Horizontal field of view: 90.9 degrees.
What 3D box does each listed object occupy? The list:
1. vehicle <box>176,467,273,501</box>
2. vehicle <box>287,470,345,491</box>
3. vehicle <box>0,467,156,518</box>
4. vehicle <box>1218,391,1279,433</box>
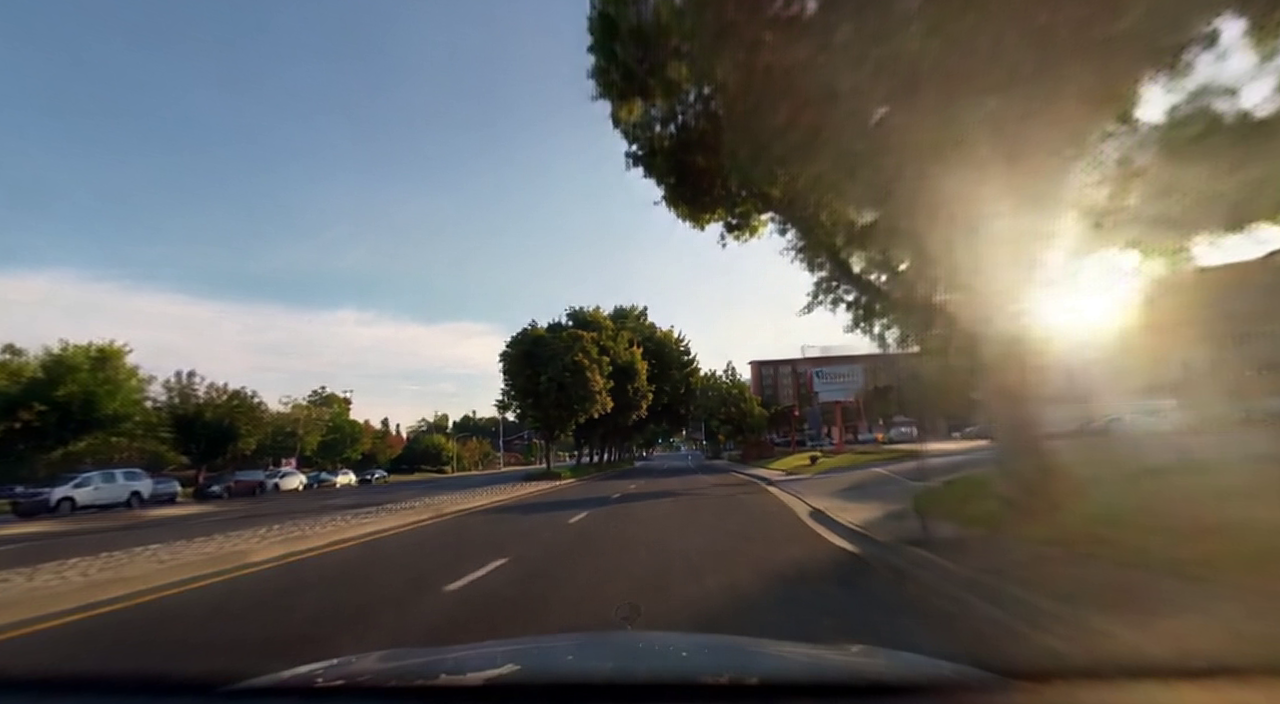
[{"bbox_3d":[-22.501,7.151,34.394,1.918,1.503,4.632,-6,-10,4],"label":"vehicle"},{"bbox_3d":[-24.381,9.670,47.546,1.827,1.370,4.191,-1,-9,6],"label":"vehicle"},{"bbox_3d":[-23.281,5.756,26.165,1.967,1.683,5.223,-7,-10,5],"label":"vehicle"},{"bbox_3d":[24.884,2.320,24.977,3.335,1.398,1.535,-2,-11,-26],"label":"vehicle"}]
